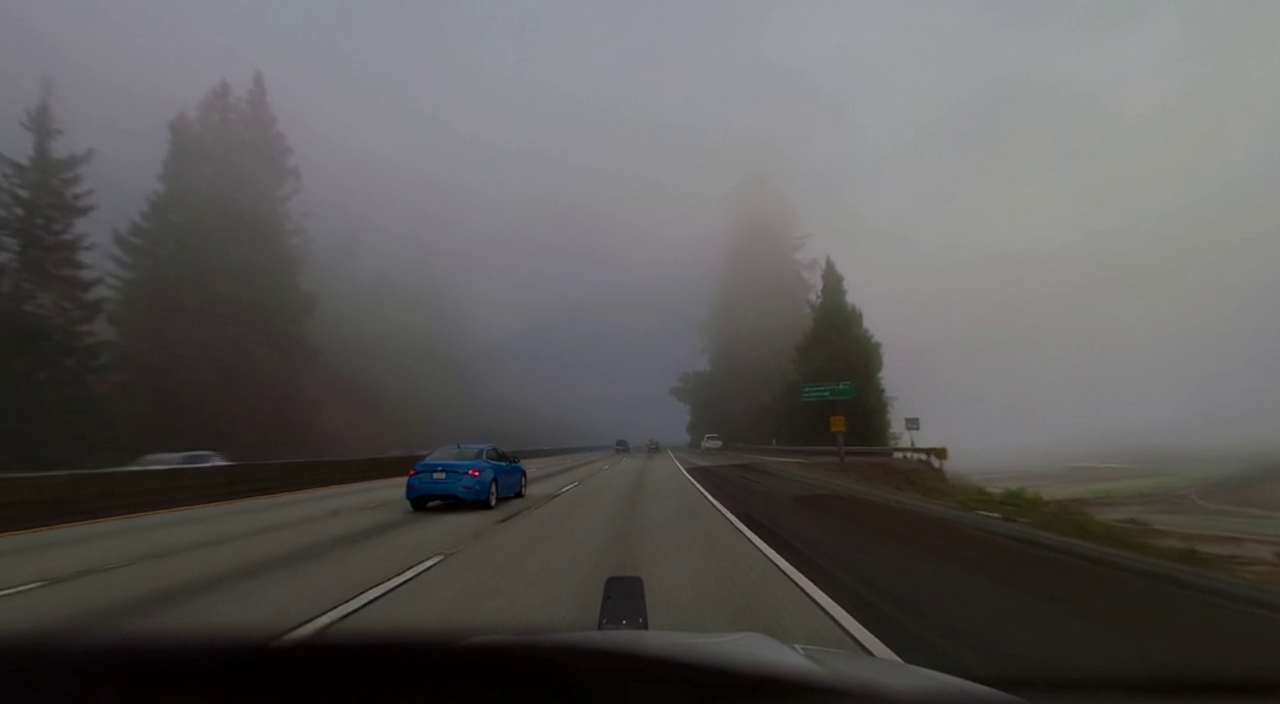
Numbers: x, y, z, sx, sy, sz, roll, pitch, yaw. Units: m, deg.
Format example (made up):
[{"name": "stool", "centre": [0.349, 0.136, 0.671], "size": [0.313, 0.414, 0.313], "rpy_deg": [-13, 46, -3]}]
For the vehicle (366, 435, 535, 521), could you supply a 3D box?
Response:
[{"name": "vehicle", "centre": [-3.609, 2.478, 13.016], "size": [1.996, 1.454, 4.495], "rpy_deg": [0, -8, 2]}]

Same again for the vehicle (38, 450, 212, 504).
[{"name": "vehicle", "centre": [-15.599, 3.765, 19.420], "size": [1.914, 1.449, 4.033], "rpy_deg": [0, -8, 0]}]
